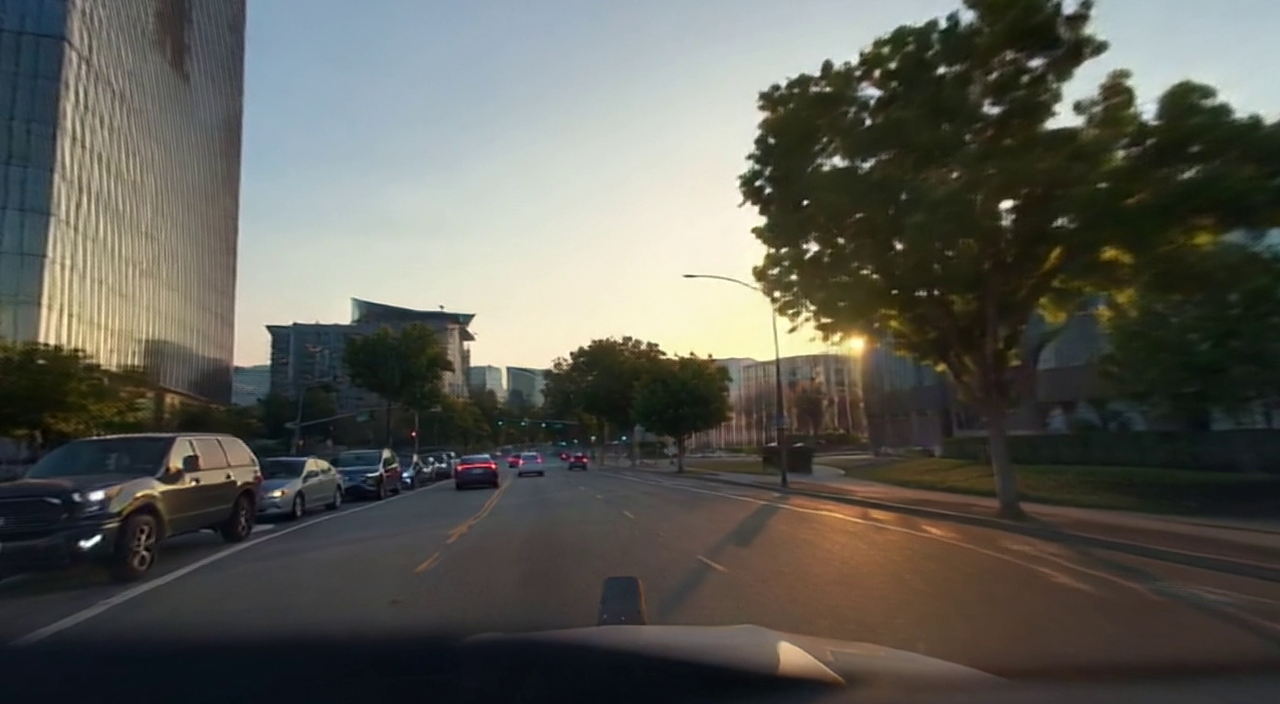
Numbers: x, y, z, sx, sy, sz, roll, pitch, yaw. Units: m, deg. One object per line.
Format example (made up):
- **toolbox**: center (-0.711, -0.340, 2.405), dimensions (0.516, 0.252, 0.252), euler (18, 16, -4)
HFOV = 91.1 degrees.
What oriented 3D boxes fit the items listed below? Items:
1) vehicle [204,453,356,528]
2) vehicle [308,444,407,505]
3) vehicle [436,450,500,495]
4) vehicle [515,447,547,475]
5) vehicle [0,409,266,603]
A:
- **vehicle**: center (-8.981, 3.413, 16.216), dimensions (1.868, 1.514, 4.870), euler (2, -8, -11)
- **vehicle**: center (-9.928, 4.262, 22.479), dimensions (2.142, 1.834, 4.588), euler (-2, -8, -10)
- **vehicle**: center (-6.927, 4.742, 25.219), dimensions (2.205, 1.537, 4.895), euler (2, -9, -16)
- **vehicle**: center (-7.917, 7.853, 45.429), dimensions (2.102, 1.815, 4.716), euler (1, -8, -10)
- **vehicle**: center (-7.433, 1.986, 9.113), dimensions (2.142, 2.061, 4.750), euler (2, -9, -15)
